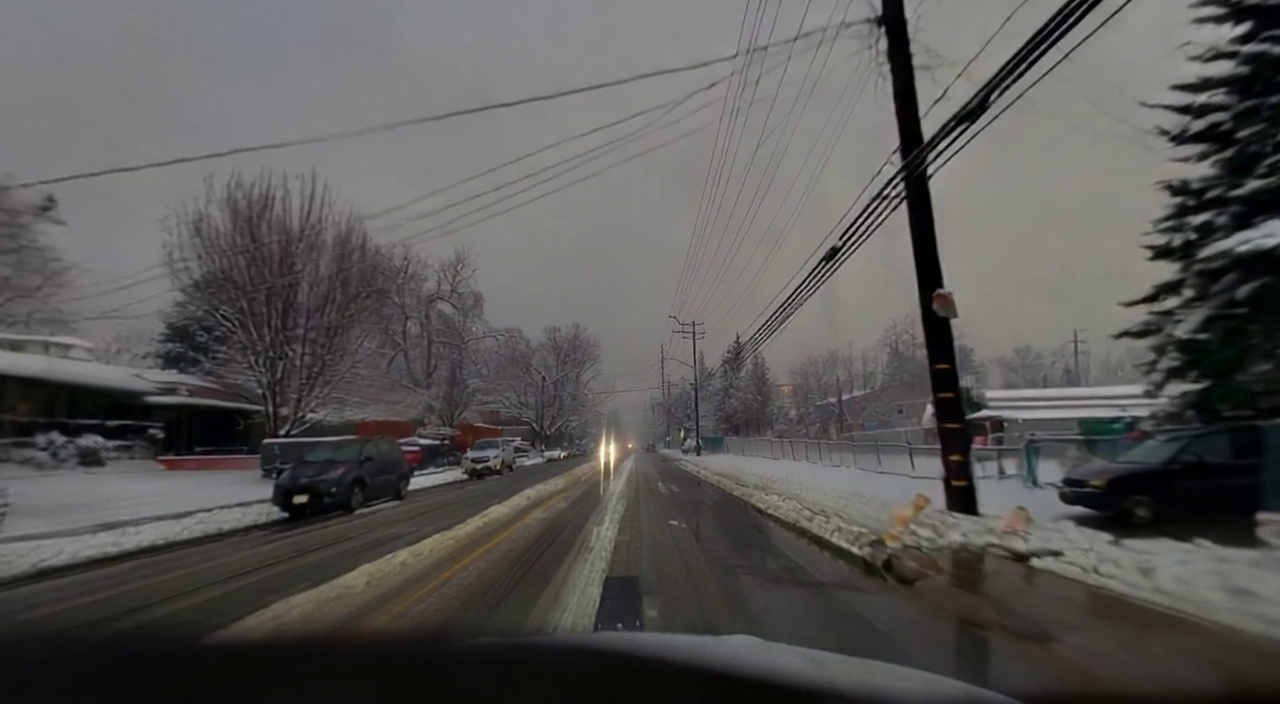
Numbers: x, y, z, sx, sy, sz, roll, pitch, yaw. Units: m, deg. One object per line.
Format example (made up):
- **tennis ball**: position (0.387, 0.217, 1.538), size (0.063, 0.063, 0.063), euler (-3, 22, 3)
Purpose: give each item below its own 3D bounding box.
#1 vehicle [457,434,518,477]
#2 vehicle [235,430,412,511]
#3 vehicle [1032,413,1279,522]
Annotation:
- **vehicle**: position (-6.836, 4.707, 28.706), size (1.932, 1.743, 4.079), euler (-2, -9, -2)
- **vehicle**: position (-7.703, 2.912, 16.044), size (2.019, 1.723, 4.650), euler (0, -9, 1)
- **vehicle**: position (9.916, 1.930, 10.810), size (4.954, 1.670, 2.052), euler (0, -9, 2)
